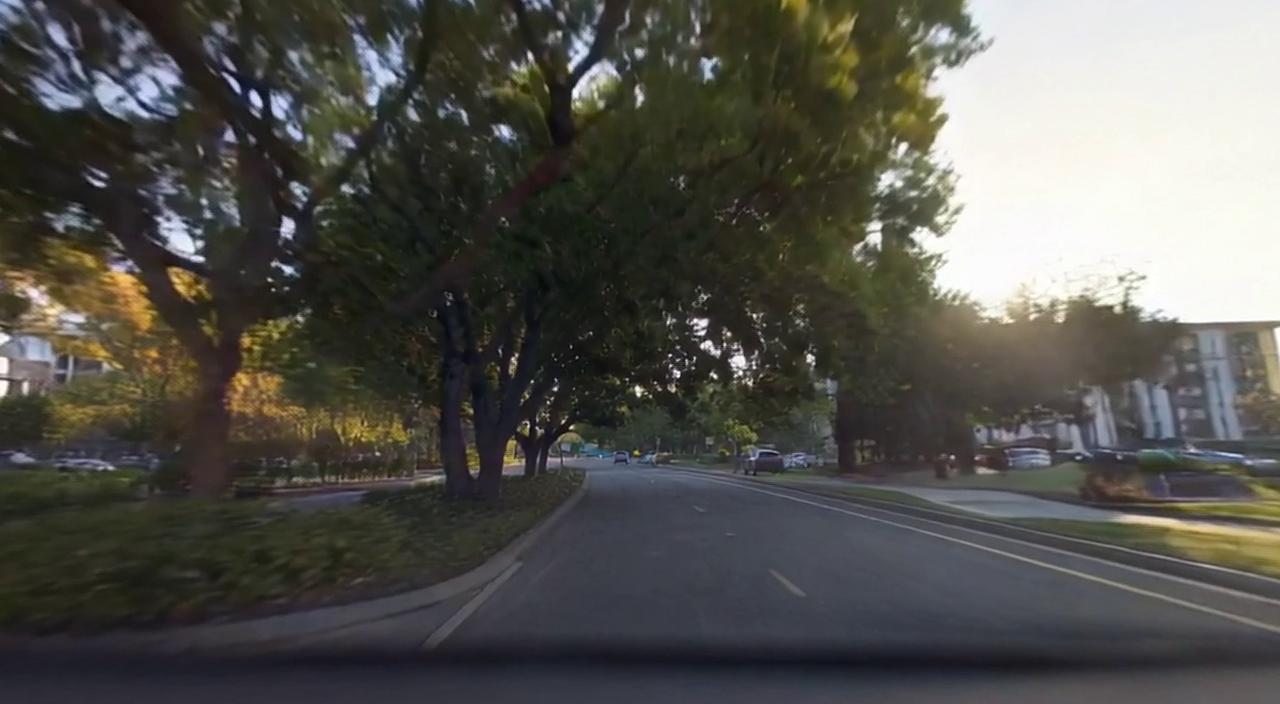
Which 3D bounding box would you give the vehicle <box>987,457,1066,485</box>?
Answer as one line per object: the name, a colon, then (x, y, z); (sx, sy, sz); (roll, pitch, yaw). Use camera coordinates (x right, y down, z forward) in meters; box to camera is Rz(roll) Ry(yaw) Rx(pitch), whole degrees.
vehicle: (24.401, 7.506, 40.144); (1.905, 1.575, 4.678); (0, -9, -3)
